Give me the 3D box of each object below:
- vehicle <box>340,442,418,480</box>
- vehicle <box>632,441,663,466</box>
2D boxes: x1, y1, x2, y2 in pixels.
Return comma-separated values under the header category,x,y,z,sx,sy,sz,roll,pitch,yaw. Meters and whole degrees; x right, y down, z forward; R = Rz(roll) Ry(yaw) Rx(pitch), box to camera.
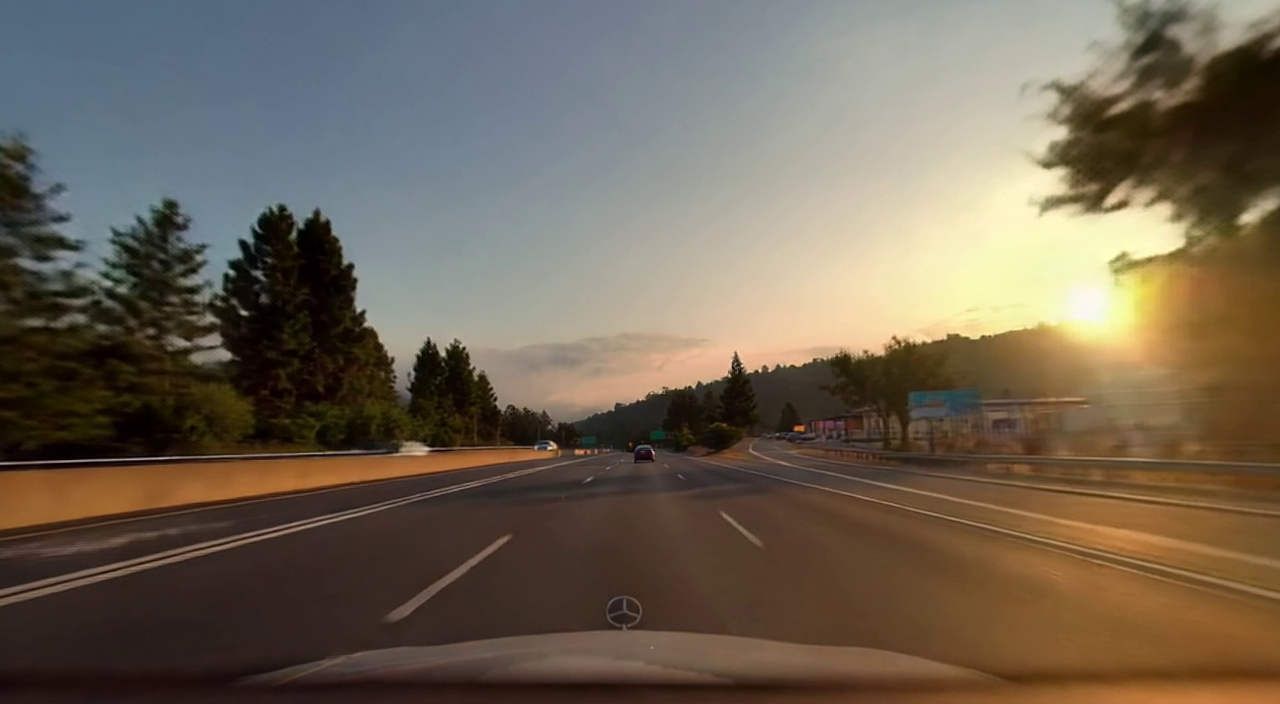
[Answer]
category,x,y,z,sx,sy,sz,roll,pitch,yaw
vehicle,-12.258,5.114,29.901,1.911,1.637,4.205,0,-9,0
vehicle,0.516,7.165,44.639,2.087,1.682,4.388,0,-9,0
